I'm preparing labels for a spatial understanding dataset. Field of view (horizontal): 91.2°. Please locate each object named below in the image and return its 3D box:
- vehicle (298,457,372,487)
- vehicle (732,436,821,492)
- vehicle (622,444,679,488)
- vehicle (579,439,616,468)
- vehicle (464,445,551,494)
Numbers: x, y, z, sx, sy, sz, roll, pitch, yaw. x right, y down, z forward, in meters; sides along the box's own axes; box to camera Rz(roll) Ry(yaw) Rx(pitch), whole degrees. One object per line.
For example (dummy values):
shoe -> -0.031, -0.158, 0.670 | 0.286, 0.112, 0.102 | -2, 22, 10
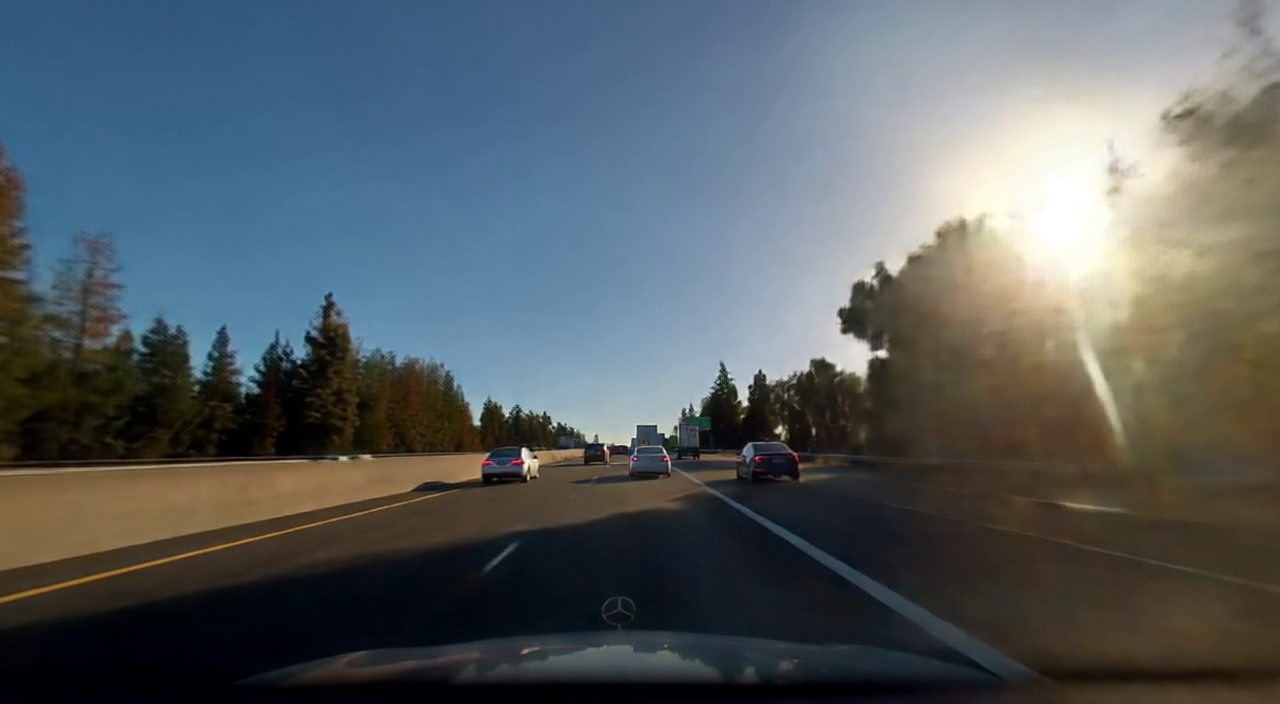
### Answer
vehicle -> -16.569, 6.522, 34.325 | 1.912, 1.478, 4.106 | -1, -9, 1
vehicle -> 4.455, 3.721, 21.093 | 2.018, 1.639, 4.149 | 0, -9, 0
vehicle -> 0.375, 4.392, 24.486 | 2.015, 1.526, 4.286 | 0, -9, 0
vehicle -> -3.023, 7.397, 45.569 | 2.230, 1.973, 4.403 | -1, -9, 2
vehicle -> -4.346, 3.933, 21.309 | 1.967, 1.473, 4.439 | 0, -9, 1
